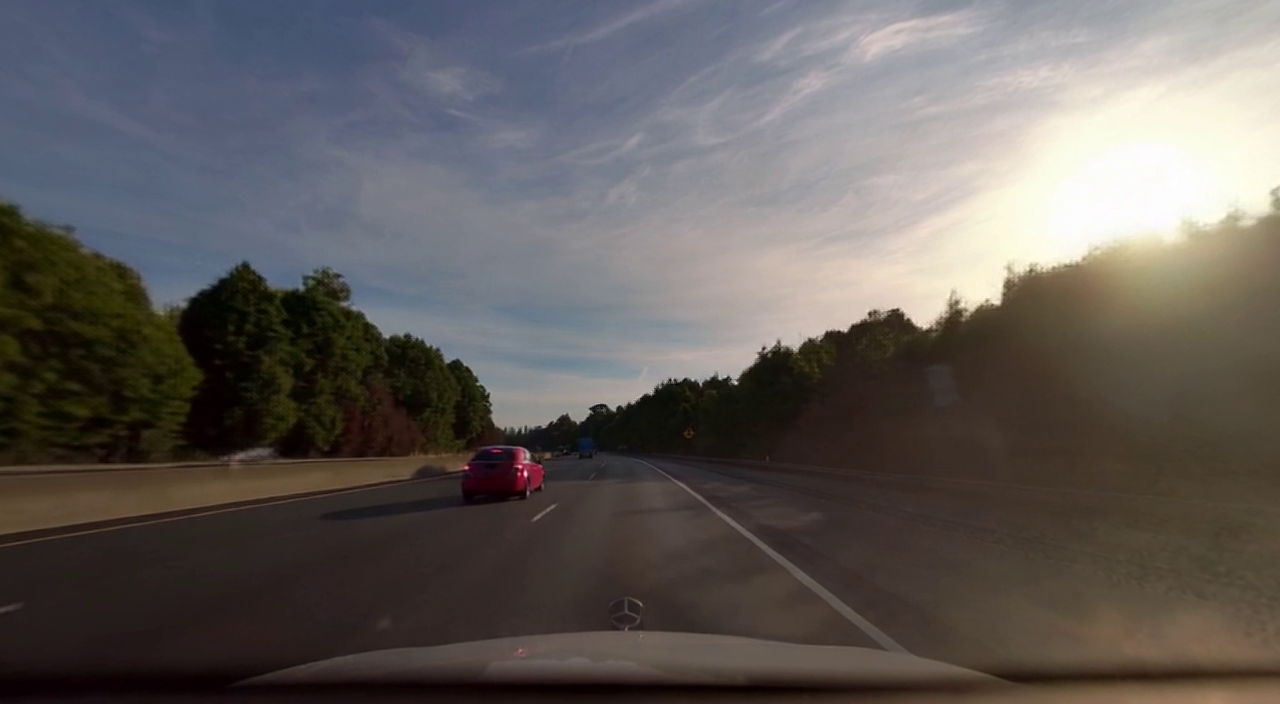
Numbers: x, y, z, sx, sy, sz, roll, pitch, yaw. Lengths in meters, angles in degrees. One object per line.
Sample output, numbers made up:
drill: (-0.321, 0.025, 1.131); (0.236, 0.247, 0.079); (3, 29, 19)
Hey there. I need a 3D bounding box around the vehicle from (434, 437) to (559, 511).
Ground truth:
vehicle: (-3.592, 3.174, 16.898); (2.279, 1.683, 4.726); (0, -9, -1)
